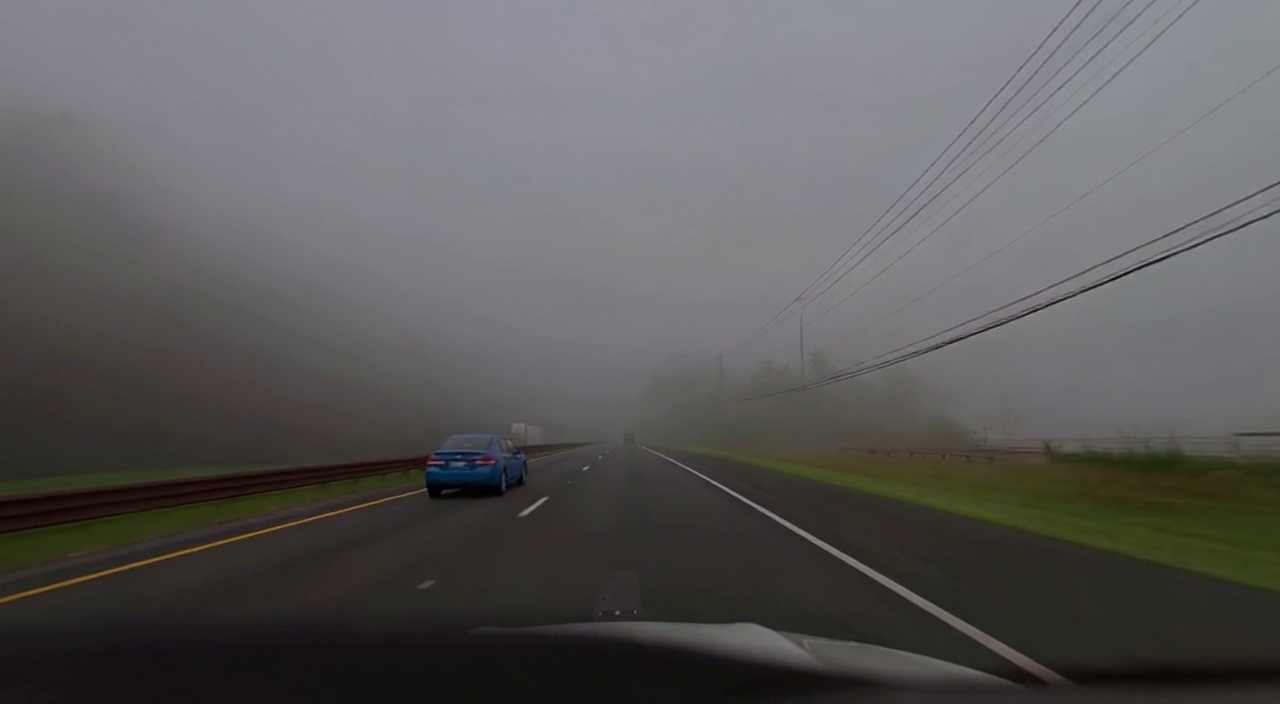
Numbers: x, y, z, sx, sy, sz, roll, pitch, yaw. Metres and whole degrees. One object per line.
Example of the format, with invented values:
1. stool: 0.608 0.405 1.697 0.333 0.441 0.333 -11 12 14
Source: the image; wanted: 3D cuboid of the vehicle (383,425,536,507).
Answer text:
1. vehicle: -3.822 2.489 14.382 2.150 1.532 4.671 0 -8 -1
